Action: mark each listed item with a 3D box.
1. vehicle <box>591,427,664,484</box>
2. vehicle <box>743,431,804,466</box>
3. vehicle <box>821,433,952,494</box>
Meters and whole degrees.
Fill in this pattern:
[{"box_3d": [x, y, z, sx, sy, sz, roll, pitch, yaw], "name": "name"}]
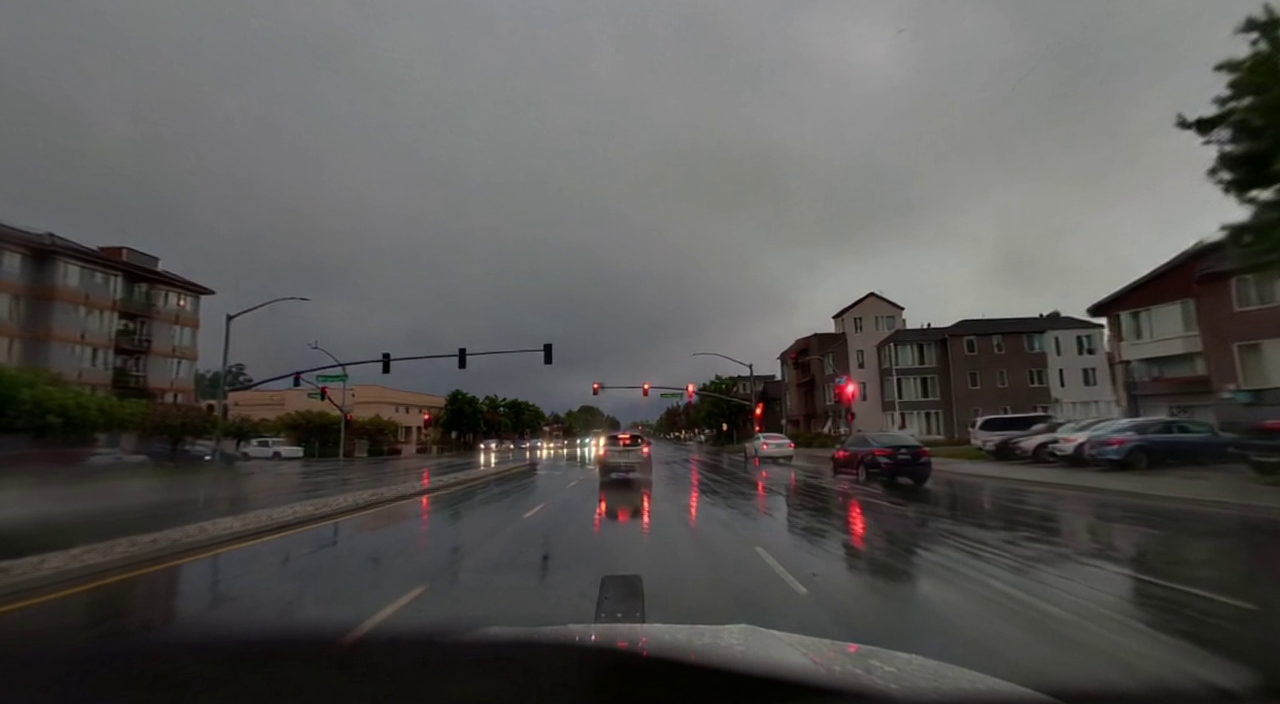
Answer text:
[{"box_3d": [-0.356, 3.215, 19.780, 2.032, 1.593, 3.896, 0, -8, 0], "name": "vehicle"}, {"box_3d": [6.441, 4.725, 31.000, 1.963, 1.611, 4.359, 0, -8, -1], "name": "vehicle"}, {"box_3d": [6.405, 2.924, 16.968, 1.768, 1.417, 4.213, 0, -8, 0], "name": "vehicle"}]
